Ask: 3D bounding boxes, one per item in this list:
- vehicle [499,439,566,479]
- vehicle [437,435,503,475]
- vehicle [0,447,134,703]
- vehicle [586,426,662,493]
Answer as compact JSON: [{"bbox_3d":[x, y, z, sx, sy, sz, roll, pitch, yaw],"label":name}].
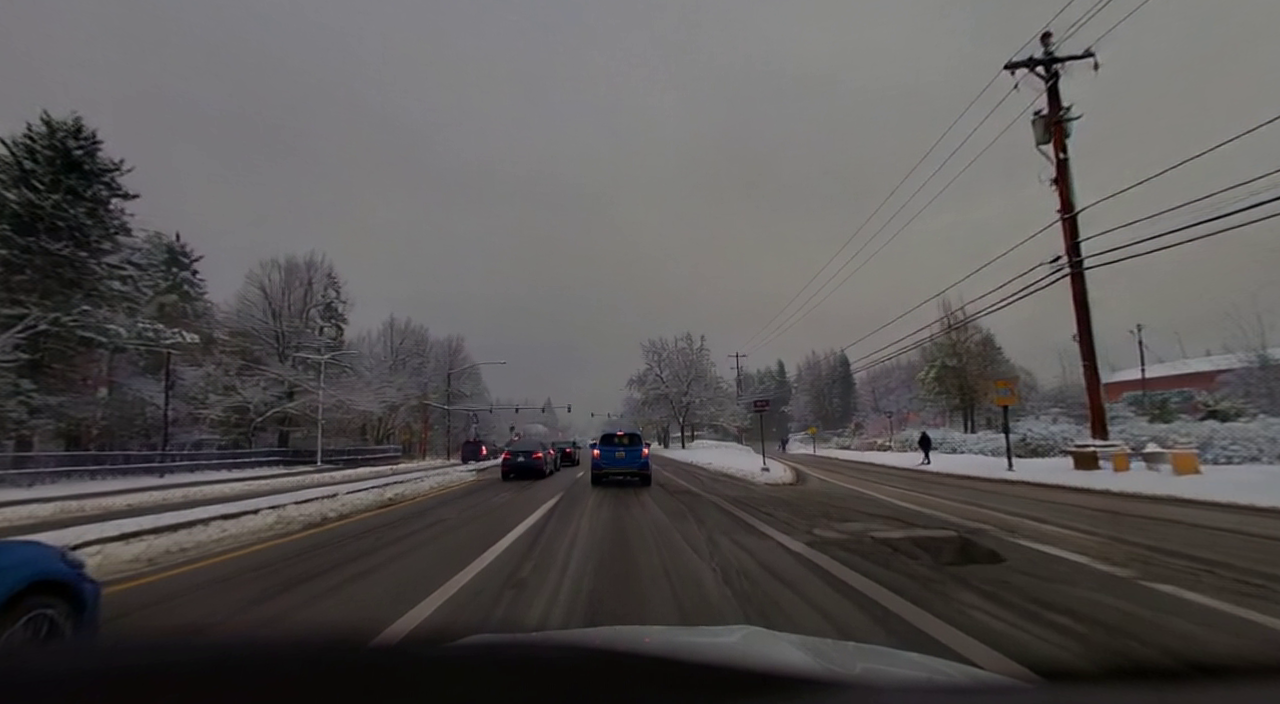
[{"bbox_3d":[-4.363,4.420,26.383,2.087,1.485,4.452,0,-9,-1],"label":"vehicle"},{"bbox_3d":[-7.398,4.529,27.904,1.860,1.634,4.089,0,-9,-2],"label":"vehicle"},{"bbox_3d":[-3.623,0.823,1.061,1.865,1.314,4.461,0,-9,0],"label":"vehicle"},{"bbox_3d":[-0.488,3.149,18.798,2.012,1.769,3.897,0,-9,-2],"label":"vehicle"}]
